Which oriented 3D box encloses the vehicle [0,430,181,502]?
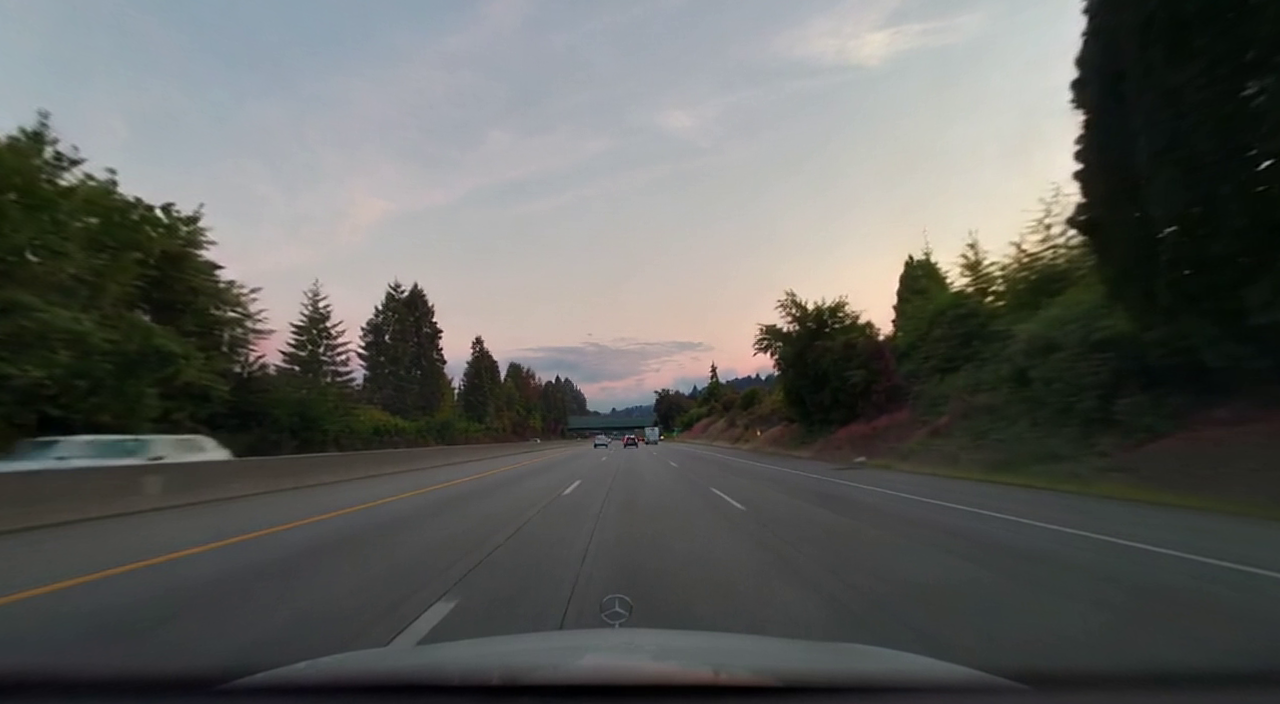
[{"bbox_3d":[-12.720,2.535,14.442,1.855,1.437,3.463,0,-8,-2],"label":"vehicle"}]
